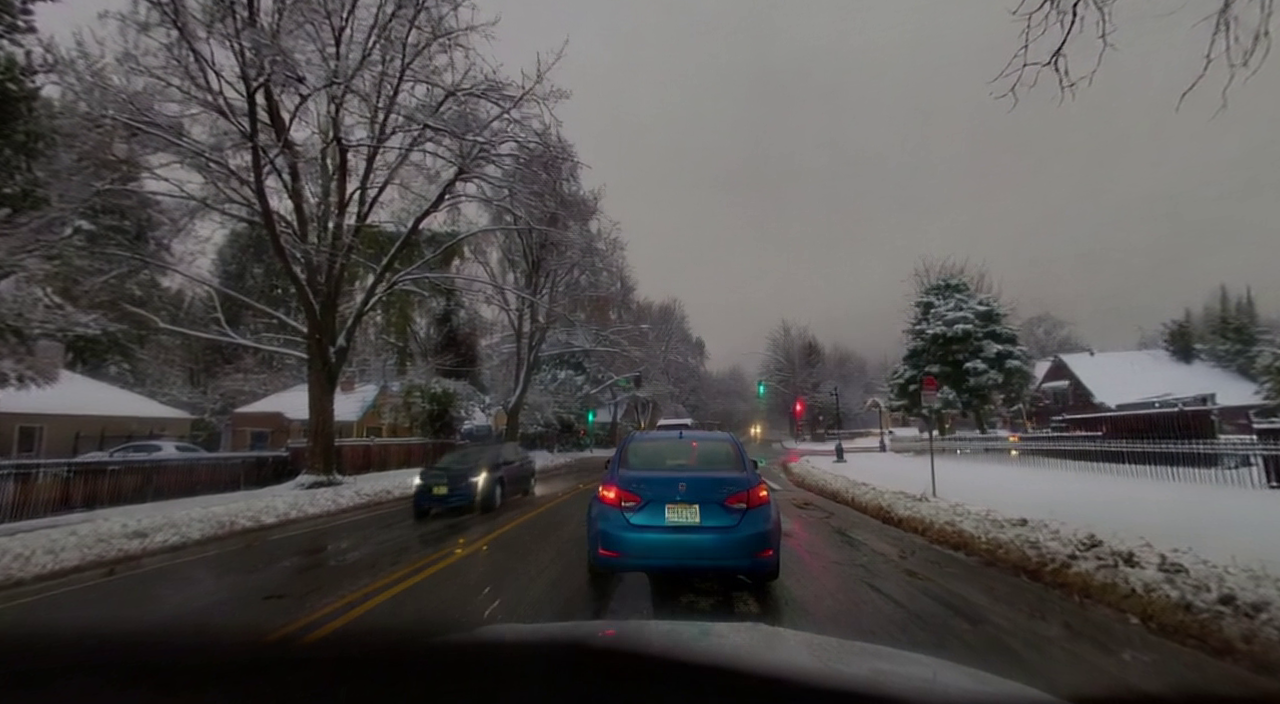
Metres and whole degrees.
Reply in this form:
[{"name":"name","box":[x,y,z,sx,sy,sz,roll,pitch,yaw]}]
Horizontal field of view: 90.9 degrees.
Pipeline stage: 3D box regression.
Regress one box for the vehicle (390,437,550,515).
[{"name":"vehicle","box":[-3.623,2.723,14.446,2.060,1.479,4.462,-1,-8,6]}]

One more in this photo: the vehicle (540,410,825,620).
[{"name":"vehicle","box":[0.350,1.482,6.645,2.070,1.516,3.936,0,-8,1]}]

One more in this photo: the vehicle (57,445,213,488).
[{"name":"vehicle","box":[-18.091,4.098,22.715,4.069,1.445,2.063,-2,-9,9]}]
